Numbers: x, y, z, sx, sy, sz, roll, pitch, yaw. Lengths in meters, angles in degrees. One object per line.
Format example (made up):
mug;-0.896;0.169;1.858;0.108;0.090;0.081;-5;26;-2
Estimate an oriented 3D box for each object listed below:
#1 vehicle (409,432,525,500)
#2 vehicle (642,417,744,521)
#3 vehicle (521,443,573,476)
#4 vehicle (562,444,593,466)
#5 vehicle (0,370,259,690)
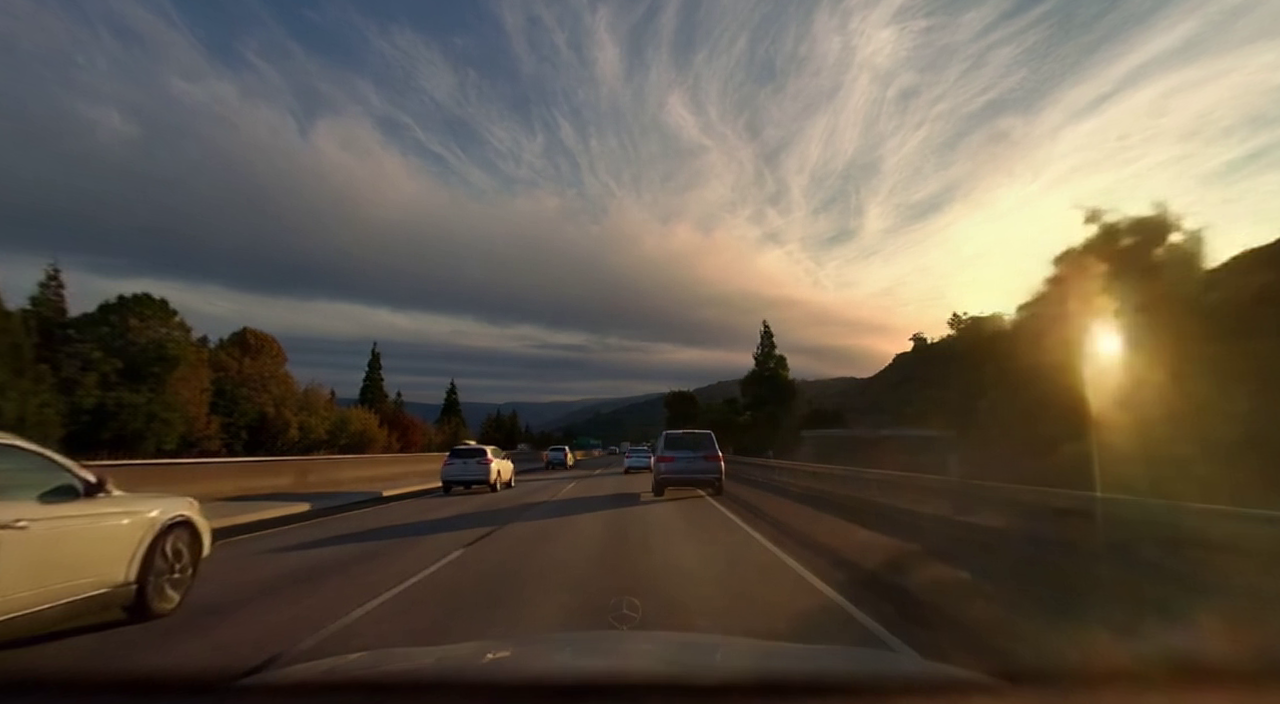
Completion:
vehicle;-4.684;3.148;17.769;1.934;1.642;4.201;0;-9;2
vehicle;0.987;2.473;13.738;1.825;1.920;3.960;0;-9;0
vehicle;-4.450;5.191;30.680;1.867;1.489;3.829;0;-9;1
vehicle;-4.526;7.524;46.152;1.855;1.527;4.209;0;-9;0
vehicle;-4.335;0.939;3.357;2.034;1.642;3.969;0;-9;1
